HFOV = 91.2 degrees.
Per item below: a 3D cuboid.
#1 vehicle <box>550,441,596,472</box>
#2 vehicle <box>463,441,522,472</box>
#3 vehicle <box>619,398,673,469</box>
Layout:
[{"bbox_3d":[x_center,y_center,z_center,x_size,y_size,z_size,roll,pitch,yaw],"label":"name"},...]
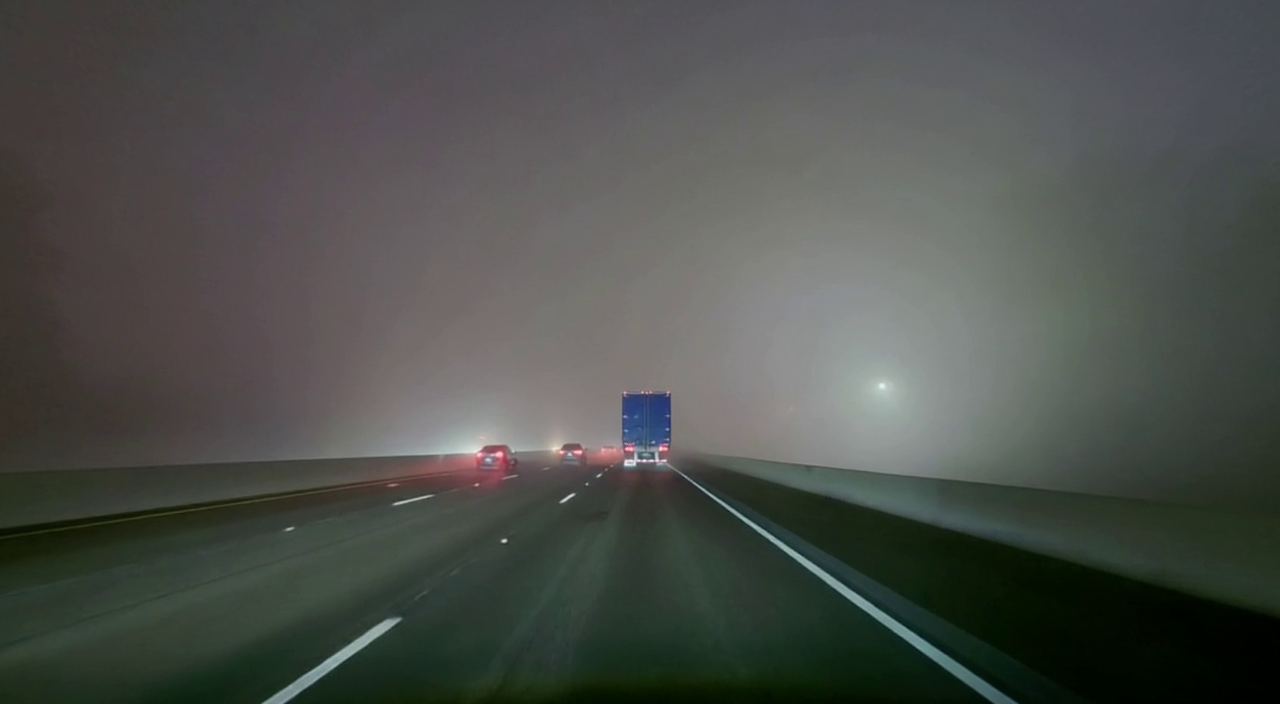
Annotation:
[{"bbox_3d":[-3.568,5.658,34.154,2.006,1.572,4.082,0,-9,0],"label":"vehicle"},{"bbox_3d":[-7.712,5.525,33.185,1.968,1.507,4.673,0,-9,1],"label":"vehicle"},{"bbox_3d":[0.355,5.543,41.667,3.123,4.094,10.812,0,-9,0],"label":"vehicle"}]
